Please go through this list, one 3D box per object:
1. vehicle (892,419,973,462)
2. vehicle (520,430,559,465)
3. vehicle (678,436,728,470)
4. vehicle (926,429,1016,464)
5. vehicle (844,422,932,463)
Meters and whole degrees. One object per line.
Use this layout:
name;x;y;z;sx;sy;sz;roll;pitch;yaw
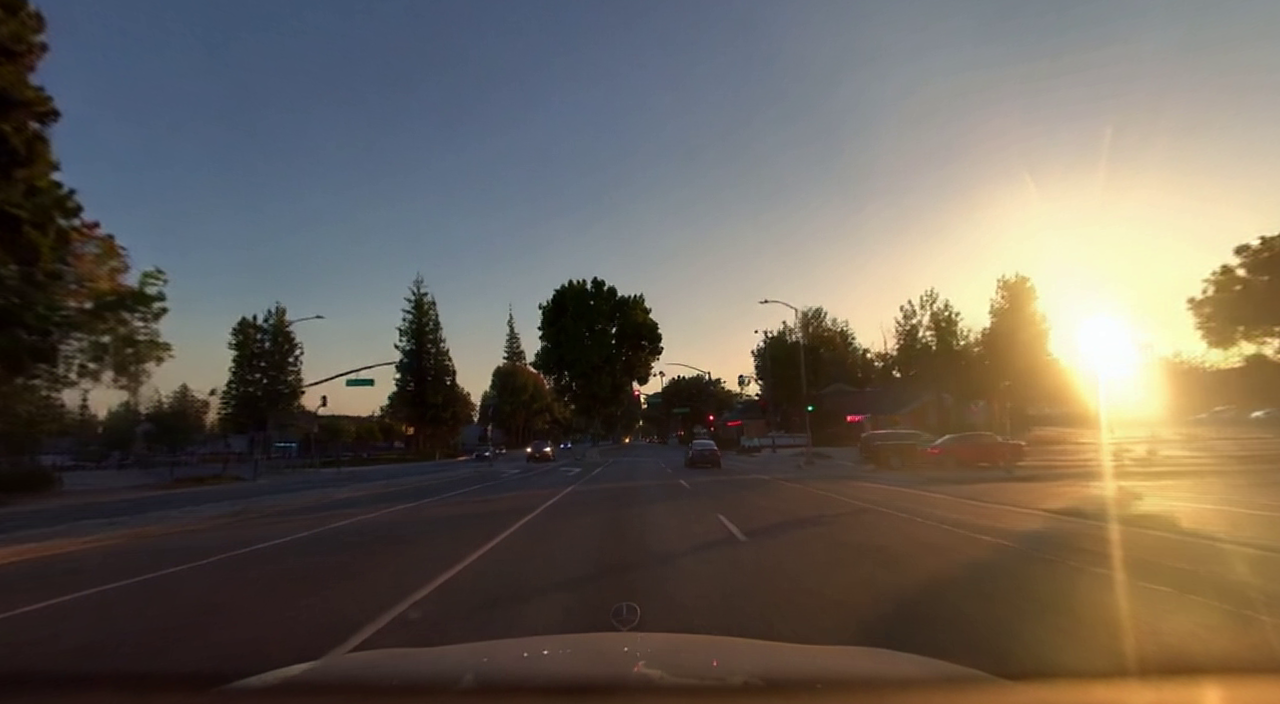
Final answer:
vehicle;14.780;4.420;31.776;2.067;1.818;4.779;-11;-11;42
vehicle;-6.463;6.089;40.524;2.270;2.068;5.517;1;-8;-10
vehicle;3.037;4.986;31.395;1.961;1.580;4.020;0;-8;-2
vehicle;14.944;4.241;28.501;3.552;1.484;1.883;4;-9;-29
vehicle;13.350;4.837;33.833;5.115;1.997;2.279;6;-11;-43
